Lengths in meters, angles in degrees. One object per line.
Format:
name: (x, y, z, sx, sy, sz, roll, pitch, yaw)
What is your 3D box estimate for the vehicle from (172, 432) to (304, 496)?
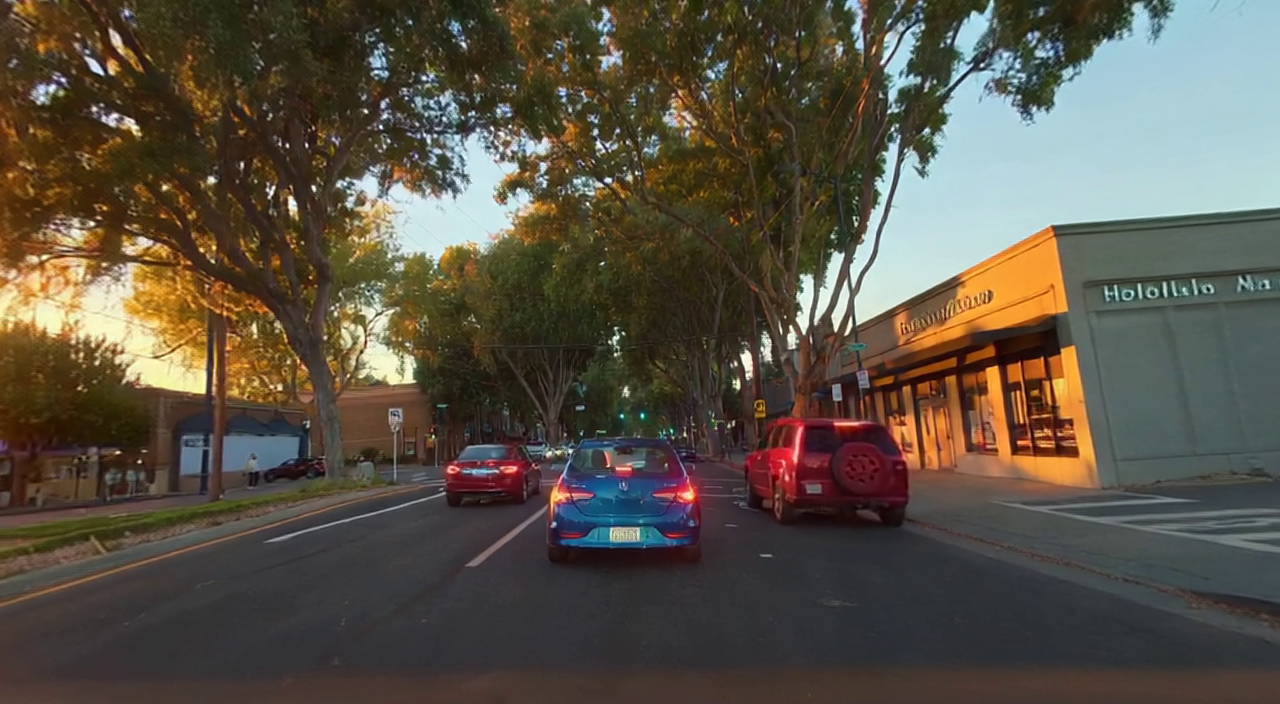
vehicle: (-19.176, 5.346, 30.565, 2.286, 2.777, 5.926, 0, -9, 1)

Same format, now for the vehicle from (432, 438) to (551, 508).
vehicle: (-3.475, 2.892, 15.535, 1.905, 1.473, 4.016, 0, -9, 1)

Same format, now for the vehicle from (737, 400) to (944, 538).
vehicle: (3.284, 2.044, 11.544, 2.152, 1.987, 4.527, 0, -9, -2)

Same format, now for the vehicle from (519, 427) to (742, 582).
vehicle: (-0.116, 1.783, 8.202, 2.160, 1.482, 4.037, 0, -9, -1)
